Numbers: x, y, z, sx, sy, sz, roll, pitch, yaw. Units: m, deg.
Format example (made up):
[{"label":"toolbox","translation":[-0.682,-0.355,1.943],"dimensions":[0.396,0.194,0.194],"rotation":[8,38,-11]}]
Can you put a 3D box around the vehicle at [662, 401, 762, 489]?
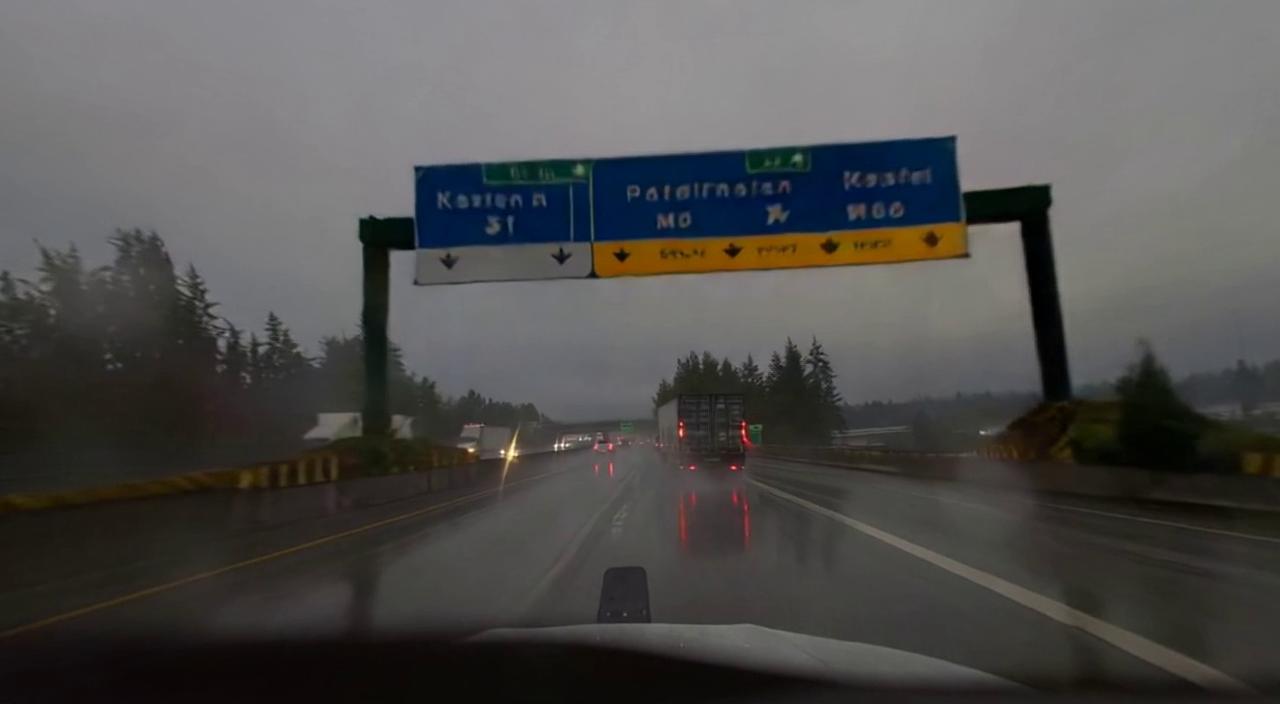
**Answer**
[{"label":"vehicle","translation":[2.104,3.050,20.791],"dimensions":[2.677,2.439,6.402],"rotation":[0,-8,1]}]
